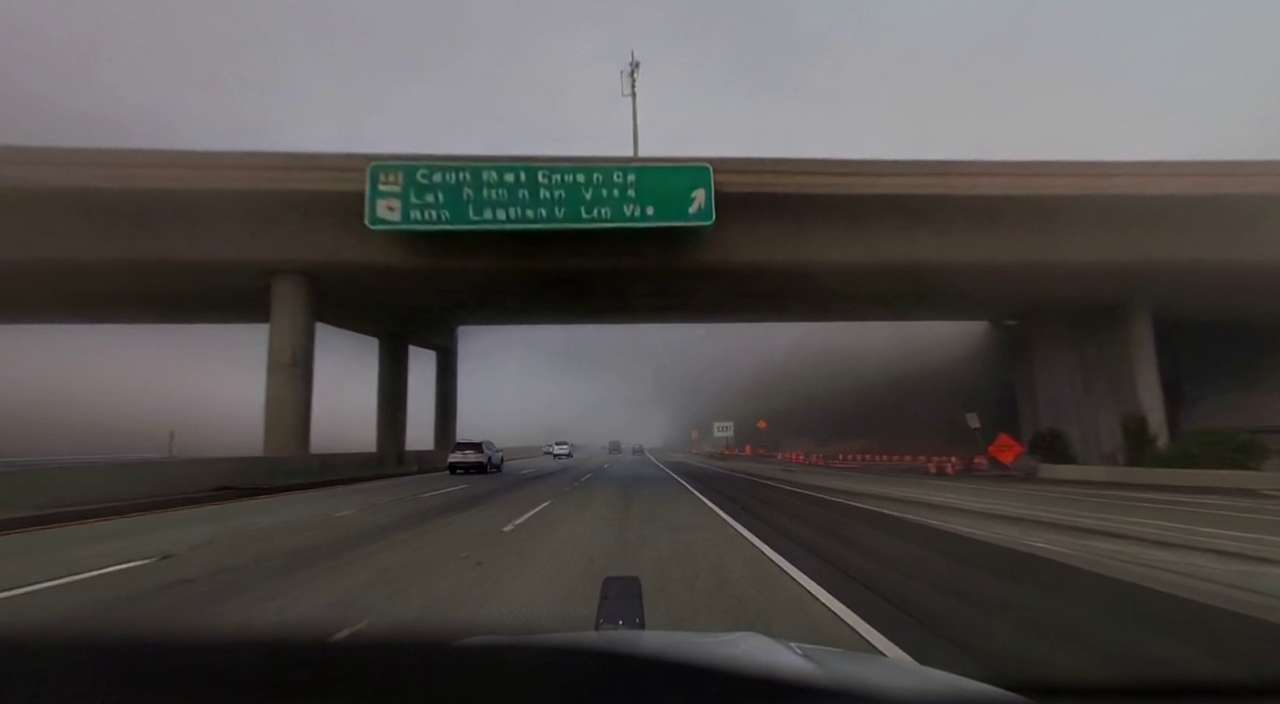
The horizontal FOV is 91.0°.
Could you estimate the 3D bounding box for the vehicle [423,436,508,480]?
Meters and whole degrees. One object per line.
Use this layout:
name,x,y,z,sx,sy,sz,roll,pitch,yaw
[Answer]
vehicle,-7.399,4.541,27.352,2.169,1.701,5.113,0,-8,0
